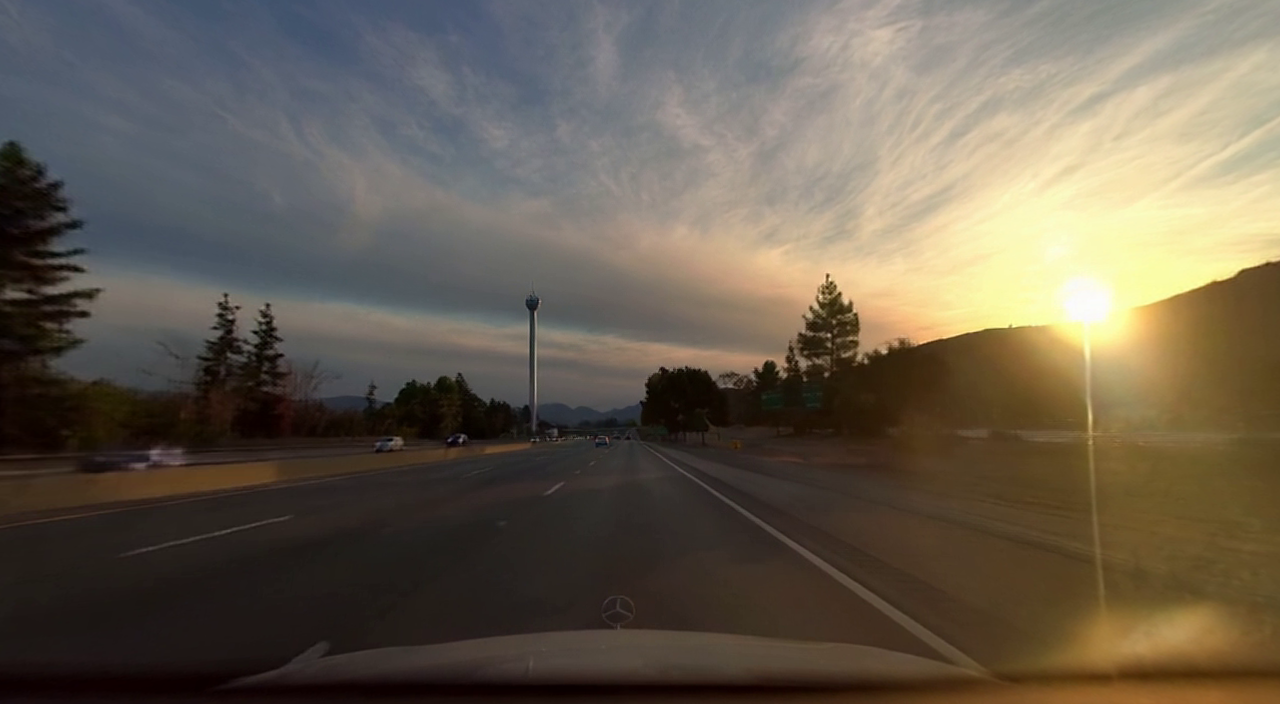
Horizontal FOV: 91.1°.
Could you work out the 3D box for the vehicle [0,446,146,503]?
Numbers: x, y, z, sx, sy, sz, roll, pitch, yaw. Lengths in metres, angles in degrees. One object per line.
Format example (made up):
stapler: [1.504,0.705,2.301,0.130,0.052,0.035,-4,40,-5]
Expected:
vehicle: [-17.702,3.668,19.352,1.807,1.489,3.962,0,-8,-1]
